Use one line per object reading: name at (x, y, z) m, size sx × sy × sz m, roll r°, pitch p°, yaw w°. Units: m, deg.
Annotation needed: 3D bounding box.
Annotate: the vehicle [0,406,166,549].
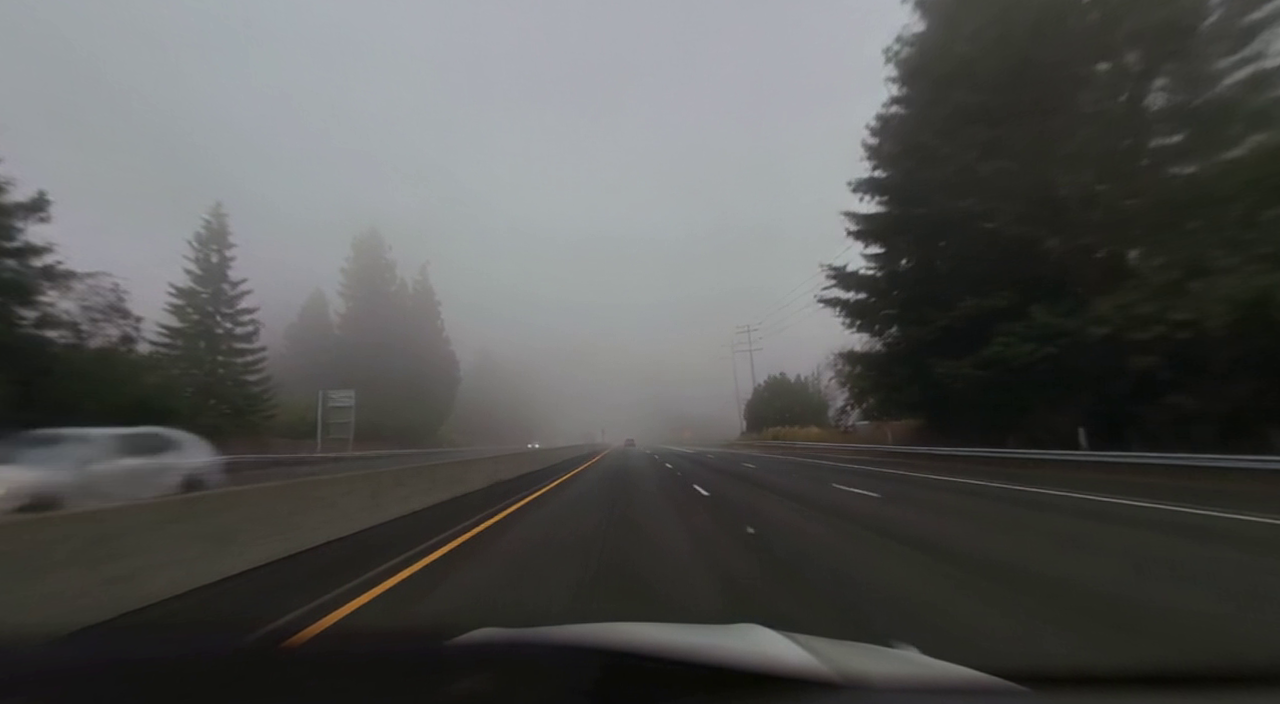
vehicle at (-9.348, 1.695, 8.664) m, size 2.174 × 1.820 × 4.527 m, roll 0°, pitch -8°, yaw -1°
